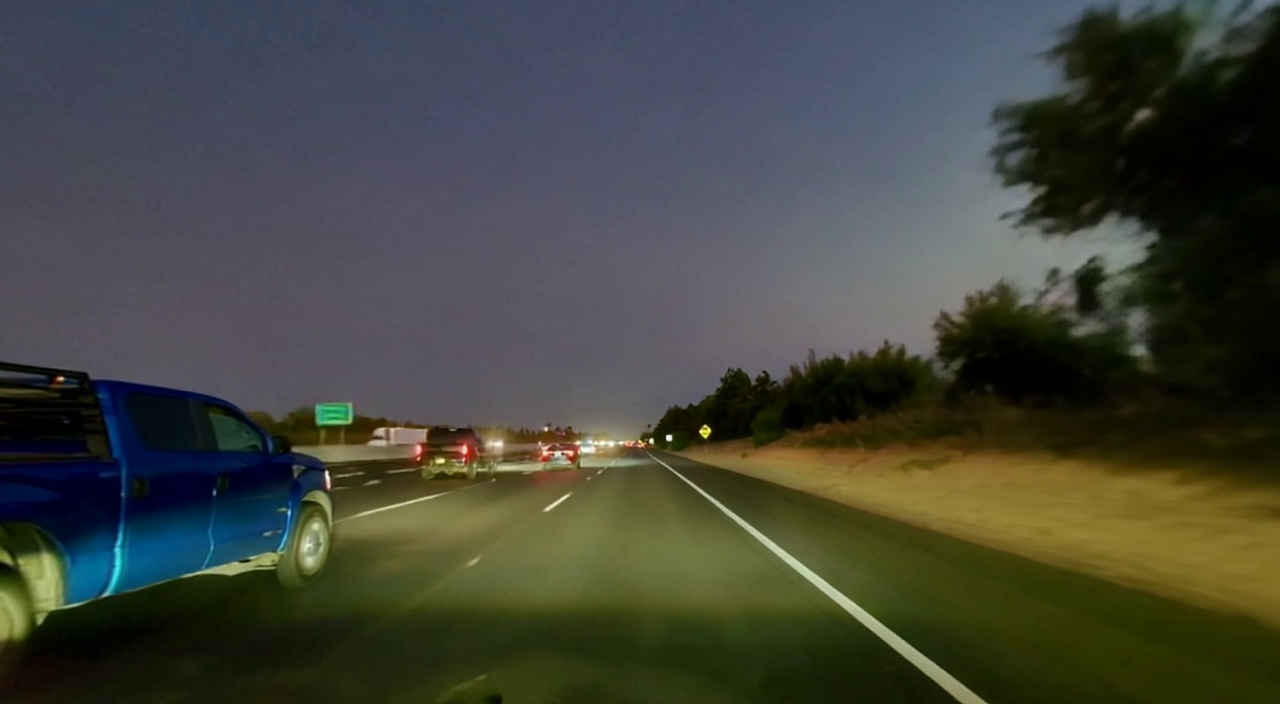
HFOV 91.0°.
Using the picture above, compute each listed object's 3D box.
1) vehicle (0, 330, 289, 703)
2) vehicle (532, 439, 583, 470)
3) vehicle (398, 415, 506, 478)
[{"bbox_3d":[-4.043,0.772,2.610,2.200,1.807,5.041,0,-9,1],"label":"vehicle"},{"bbox_3d":[-4.224,5.339,32.882,2.012,1.509,4.359,0,-9,1],"label":"vehicle"},{"bbox_3d":[-7.532,3.906,26.087,2.594,2.254,6.028,0,-9,0],"label":"vehicle"}]
